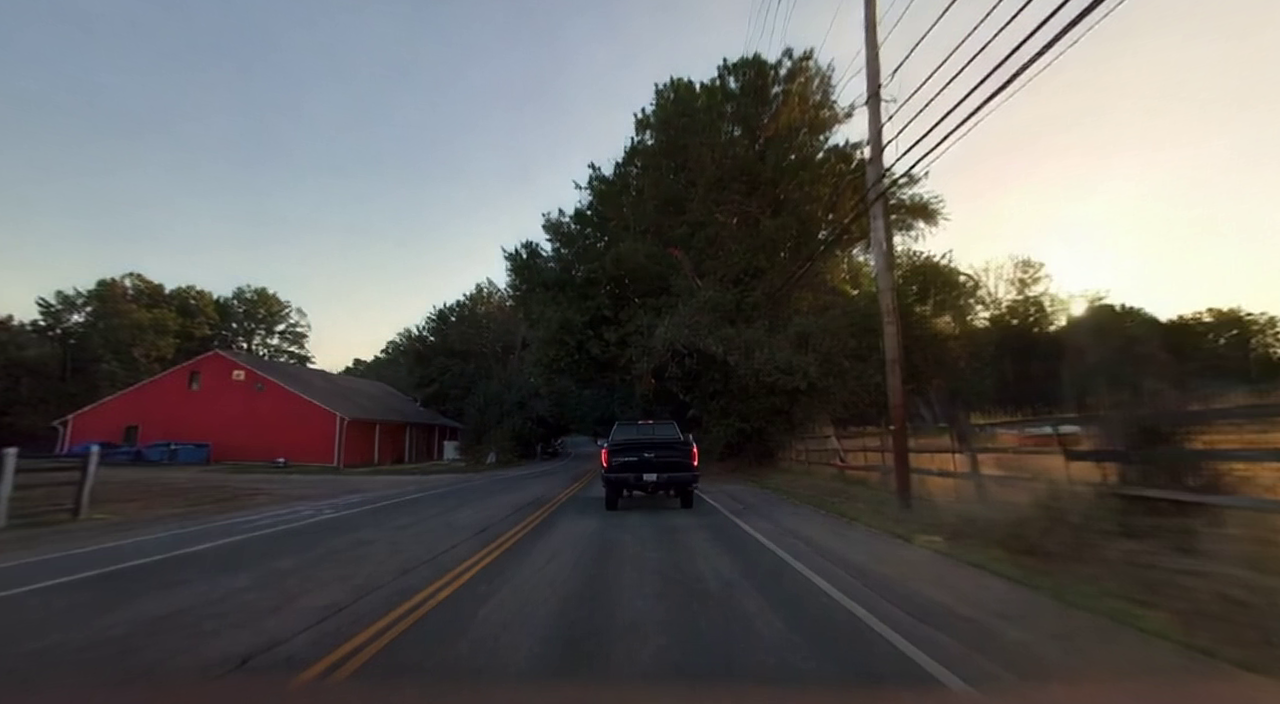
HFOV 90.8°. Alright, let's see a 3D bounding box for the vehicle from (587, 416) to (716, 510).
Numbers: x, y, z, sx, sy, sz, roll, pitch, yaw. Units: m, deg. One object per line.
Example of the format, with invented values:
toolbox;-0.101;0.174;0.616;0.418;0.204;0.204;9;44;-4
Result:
vehicle;0.159;2.790;16.433;2.693;1.941;6.356;0;-8;-1
